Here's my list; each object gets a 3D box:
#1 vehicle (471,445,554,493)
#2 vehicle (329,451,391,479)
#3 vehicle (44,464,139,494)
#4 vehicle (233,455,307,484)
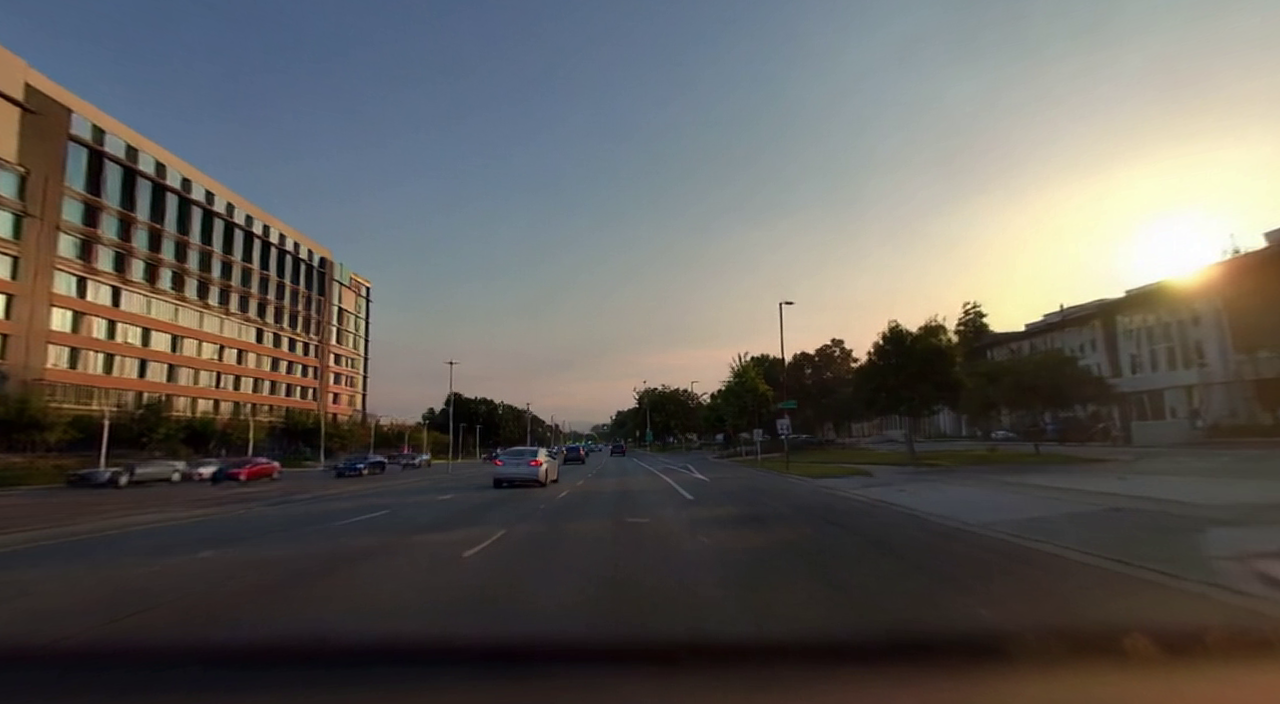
[{"bbox_3d":[-4.279,3.967,21.953,2.025,1.474,4.292,0,-8,0],"label":"vehicle"},{"bbox_3d":[-19.236,7.739,43.658,2.121,1.682,4.696,-2,-8,1],"label":"vehicle"},{"bbox_3d":[-33.274,7.710,38.531,1.885,1.538,4.642,0,-8,-4],"label":"vehicle"},{"bbox_3d":[-22.982,7.310,39.458,1.891,1.625,4.366,0,-8,1],"label":"vehicle"}]
